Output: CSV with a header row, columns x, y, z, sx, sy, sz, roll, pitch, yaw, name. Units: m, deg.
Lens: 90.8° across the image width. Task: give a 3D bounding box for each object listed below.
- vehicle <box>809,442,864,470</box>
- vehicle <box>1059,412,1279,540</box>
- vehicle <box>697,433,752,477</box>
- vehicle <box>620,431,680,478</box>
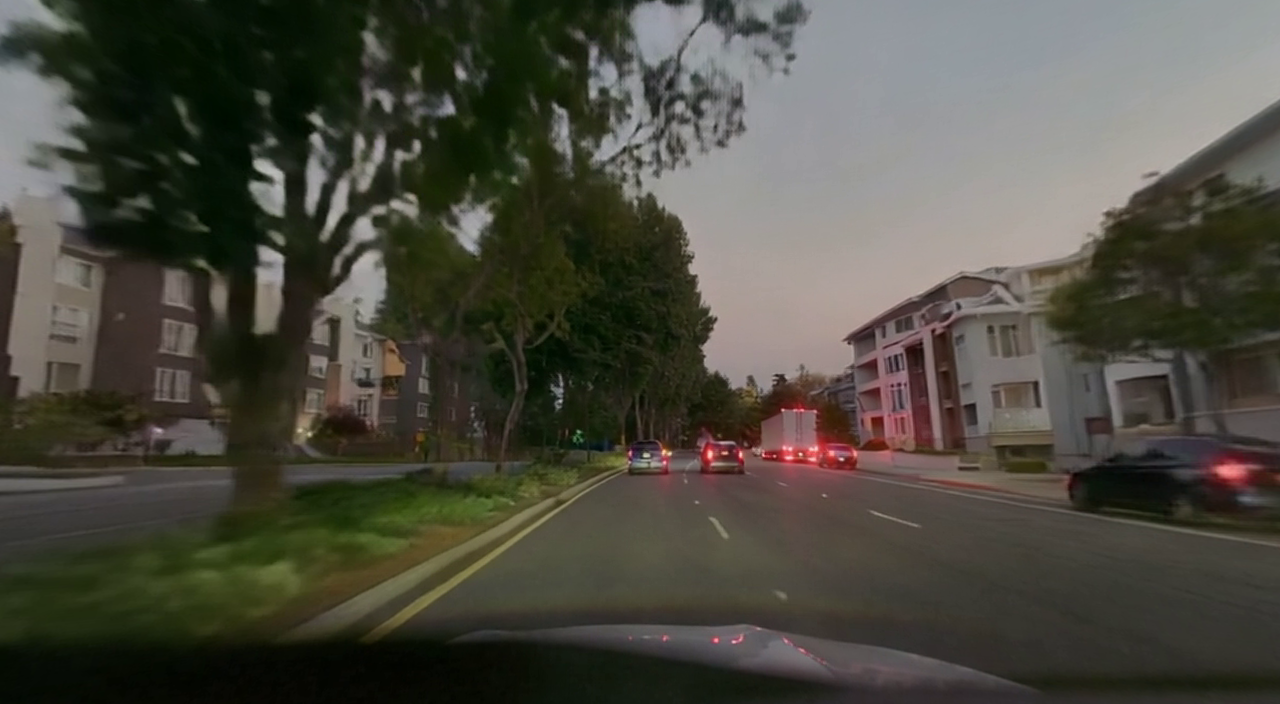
x,y,z,sx,sy,sz,roll,pitch,yaw,name
11.313,6.039,36.739,1.901,1.496,4.948,0,-9,4,vehicle
10.234,2.167,11.615,1.938,1.860,4.690,0,-9,2,vehicle
3.747,4.677,28.897,2.033,1.823,4.409,0,-9,2,vehicle
0.506,4.412,27.365,2.345,1.841,5.032,0,-9,3,vehicle
